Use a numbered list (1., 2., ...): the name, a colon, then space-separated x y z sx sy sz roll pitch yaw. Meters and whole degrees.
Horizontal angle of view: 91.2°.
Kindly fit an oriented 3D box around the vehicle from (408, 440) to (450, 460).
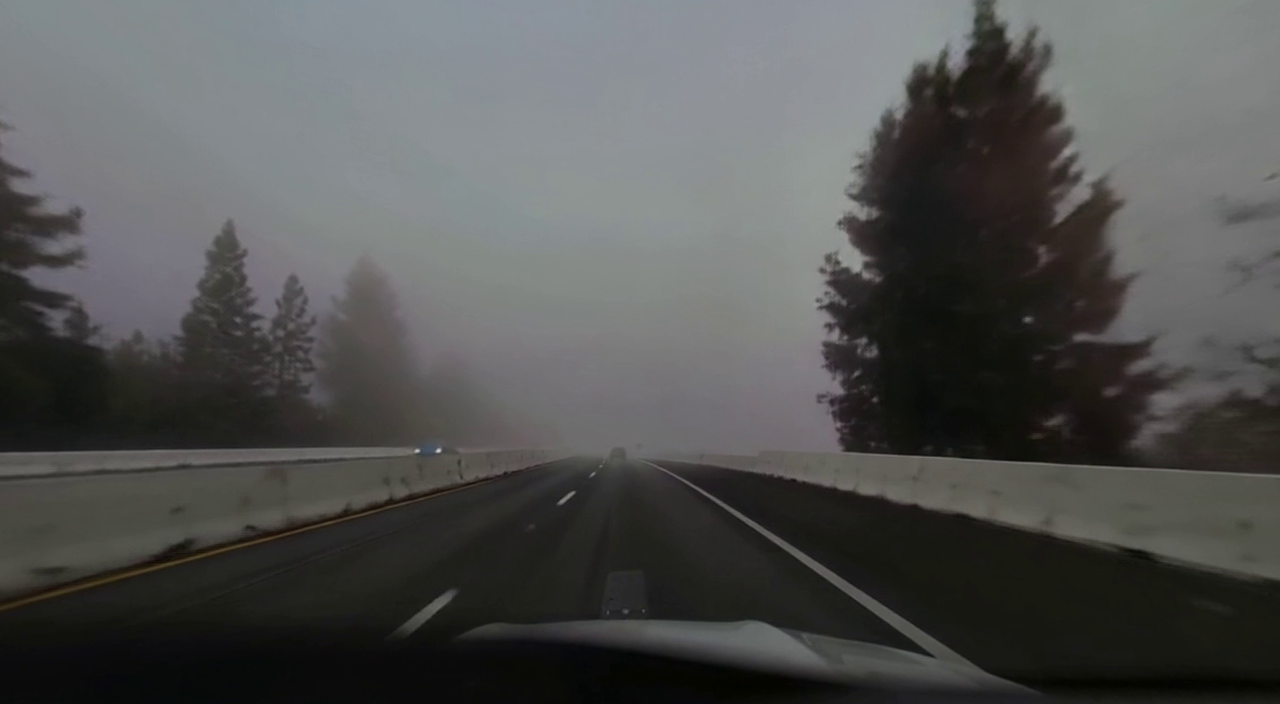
1. vehicle: -16.523 7.725 49.393 1.815 1.497 4.437 0 -9 -1
